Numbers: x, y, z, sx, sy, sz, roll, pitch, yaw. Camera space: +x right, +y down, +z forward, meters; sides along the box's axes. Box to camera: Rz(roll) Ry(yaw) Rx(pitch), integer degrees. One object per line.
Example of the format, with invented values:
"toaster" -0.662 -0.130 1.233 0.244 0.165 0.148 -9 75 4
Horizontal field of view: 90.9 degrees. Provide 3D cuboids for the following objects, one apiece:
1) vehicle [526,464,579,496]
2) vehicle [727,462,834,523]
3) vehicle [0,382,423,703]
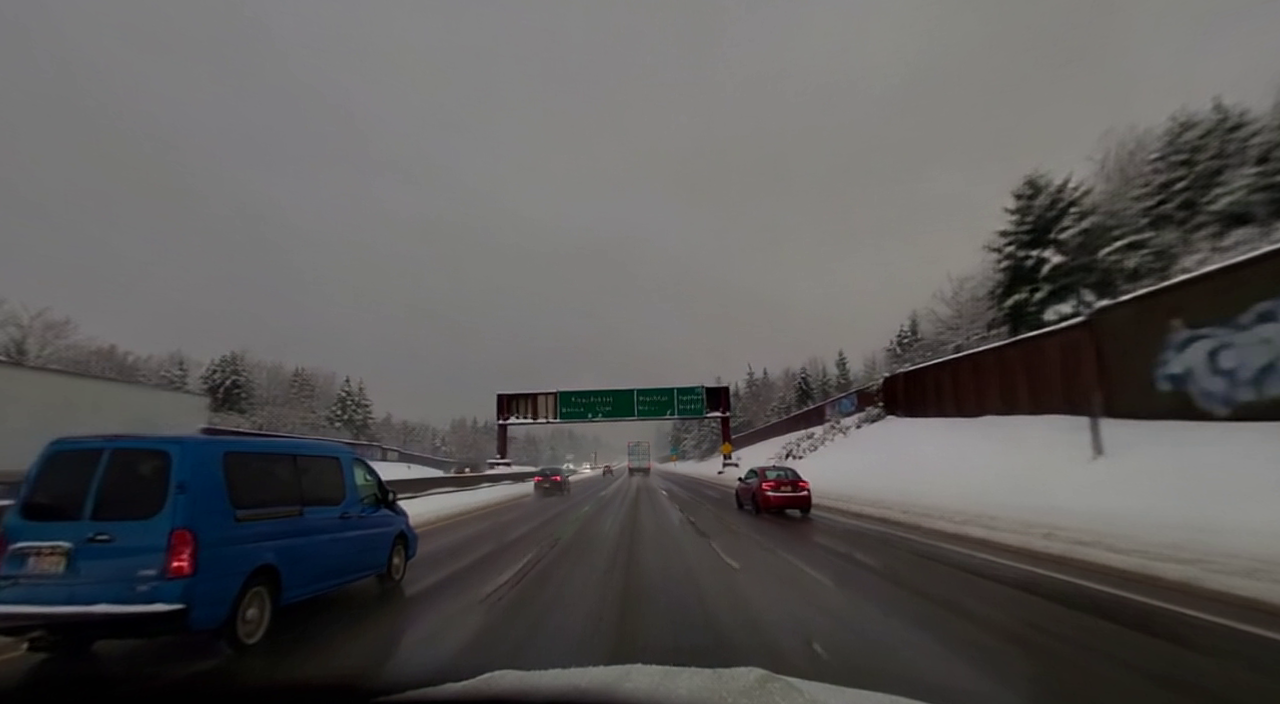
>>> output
"vehicle" -4.248 6.275 31.144 2.054 1.443 4.131 1 -10 -1
"vehicle" 3.758 3.866 17.686 1.917 1.458 4.199 1 -10 -2
"vehicle" -3.491 1.322 4.822 2.004 1.610 4.508 1 -10 0
